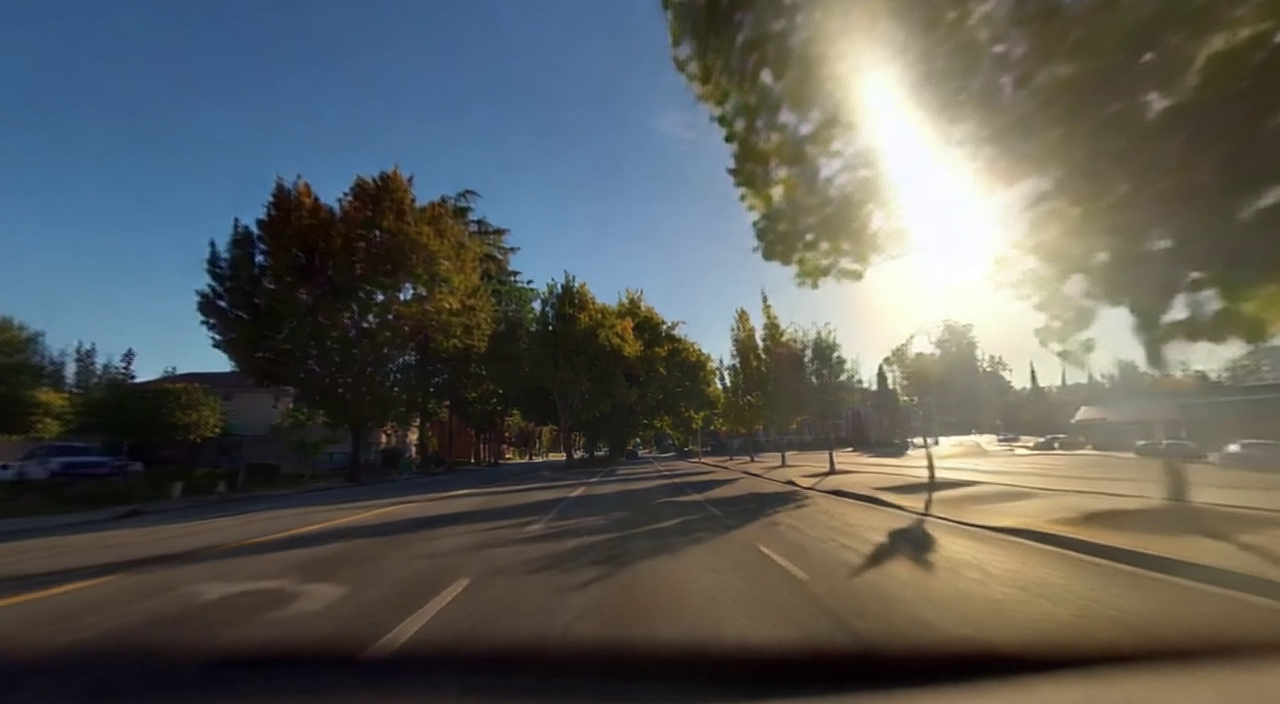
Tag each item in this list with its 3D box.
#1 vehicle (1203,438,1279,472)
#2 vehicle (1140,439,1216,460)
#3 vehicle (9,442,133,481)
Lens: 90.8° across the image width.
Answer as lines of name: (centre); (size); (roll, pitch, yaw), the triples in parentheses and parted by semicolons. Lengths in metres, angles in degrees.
vehicle: (34.035, 5.589, 34.517); (1.999, 1.674, 4.627); (-2, -8, -3)
vehicle: (42.109, 7.605, 49.582); (1.875, 1.482, 4.768); (-2, -8, 2)
vehicle: (-23.788, 4.581, 26.504); (3.548, 1.544, 1.641); (0, -9, 1)
